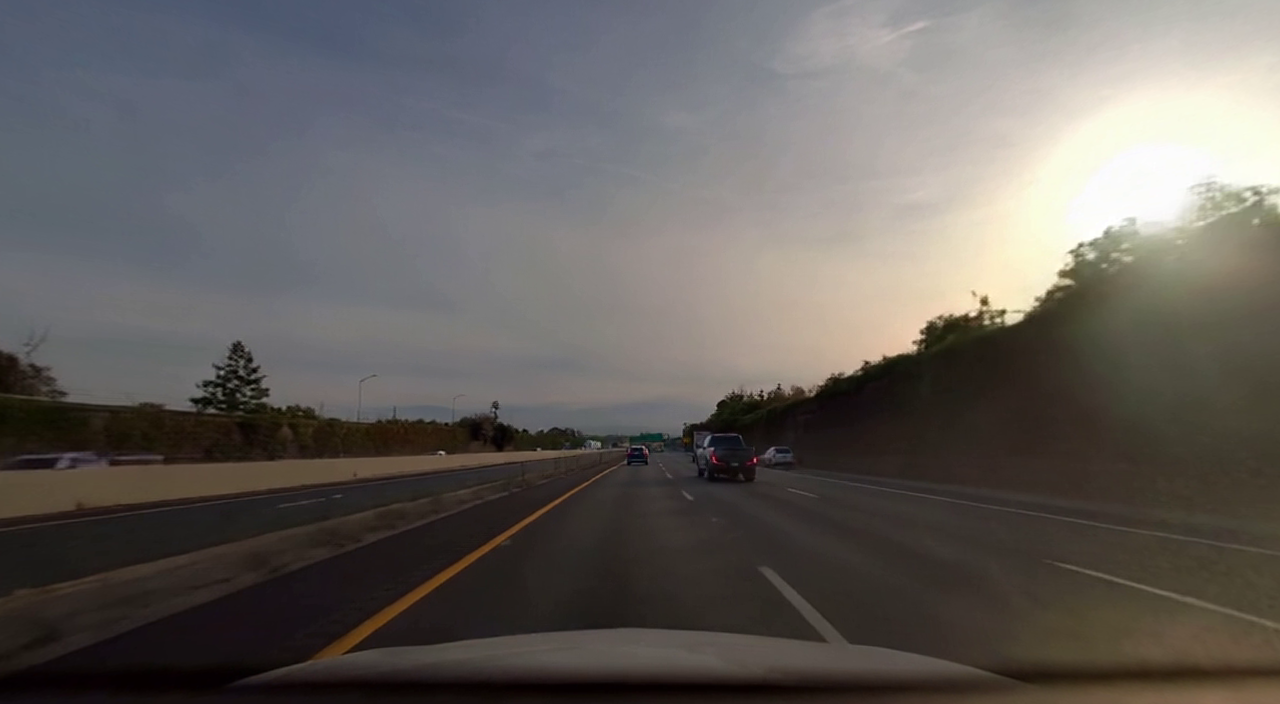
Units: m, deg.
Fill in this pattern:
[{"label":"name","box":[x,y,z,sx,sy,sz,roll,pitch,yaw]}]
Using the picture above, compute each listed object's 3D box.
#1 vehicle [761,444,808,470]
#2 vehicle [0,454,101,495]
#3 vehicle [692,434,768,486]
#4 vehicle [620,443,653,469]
[{"label":"vehicle","box":[10.610,7.745,46.589,2.161,1.824,4.876,1,-9,-1]},{"label":"vehicle","box":[-25.600,5.068,26.333,1.896,1.549,4.654,0,-9,1]},{"label":"vehicle","box":[3.405,4.227,24.860,2.269,1.839,4.554,1,-9,-1]},{"label":"vehicle","box":[-0.214,7.120,43.044,2.142,1.664,4.076,0,-9,0]}]
